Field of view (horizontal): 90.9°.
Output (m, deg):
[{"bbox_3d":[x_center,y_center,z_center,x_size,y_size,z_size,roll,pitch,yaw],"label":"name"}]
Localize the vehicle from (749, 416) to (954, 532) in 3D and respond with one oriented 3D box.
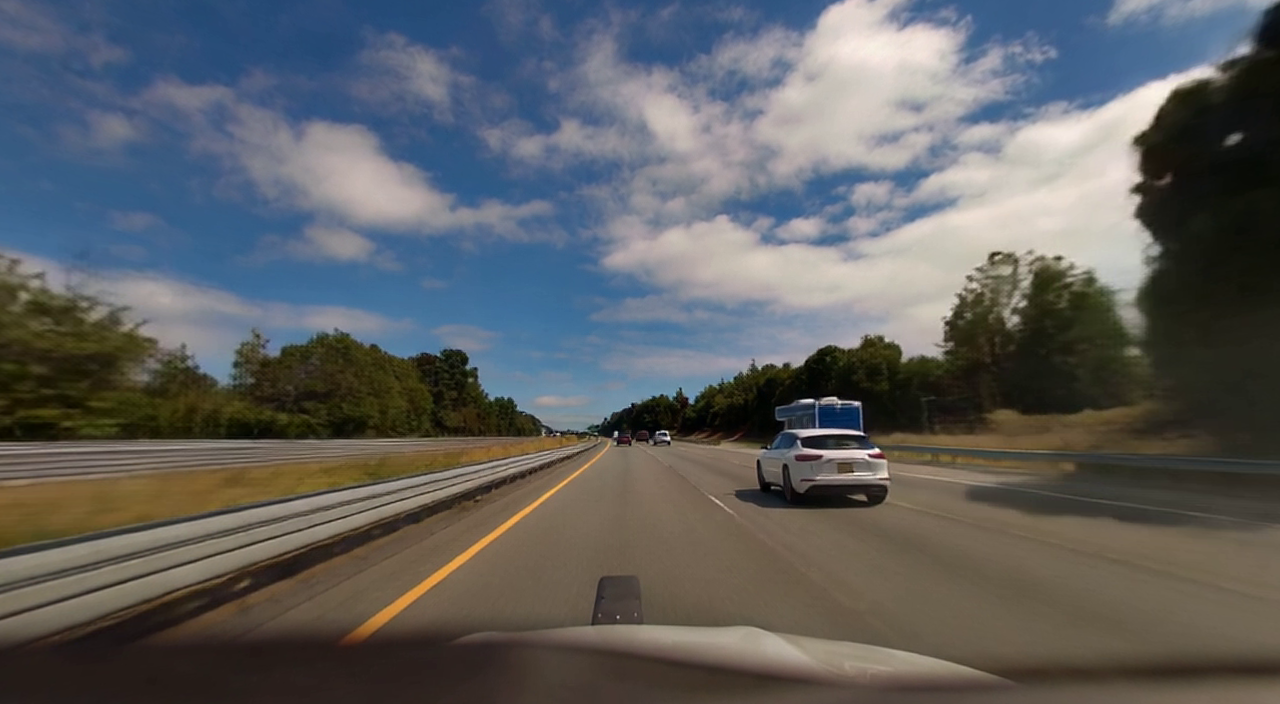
[{"bbox_3d":[3.243,1.939,10.605,2.002,1.569,3.845,0,-8,-2],"label":"vehicle"}]
